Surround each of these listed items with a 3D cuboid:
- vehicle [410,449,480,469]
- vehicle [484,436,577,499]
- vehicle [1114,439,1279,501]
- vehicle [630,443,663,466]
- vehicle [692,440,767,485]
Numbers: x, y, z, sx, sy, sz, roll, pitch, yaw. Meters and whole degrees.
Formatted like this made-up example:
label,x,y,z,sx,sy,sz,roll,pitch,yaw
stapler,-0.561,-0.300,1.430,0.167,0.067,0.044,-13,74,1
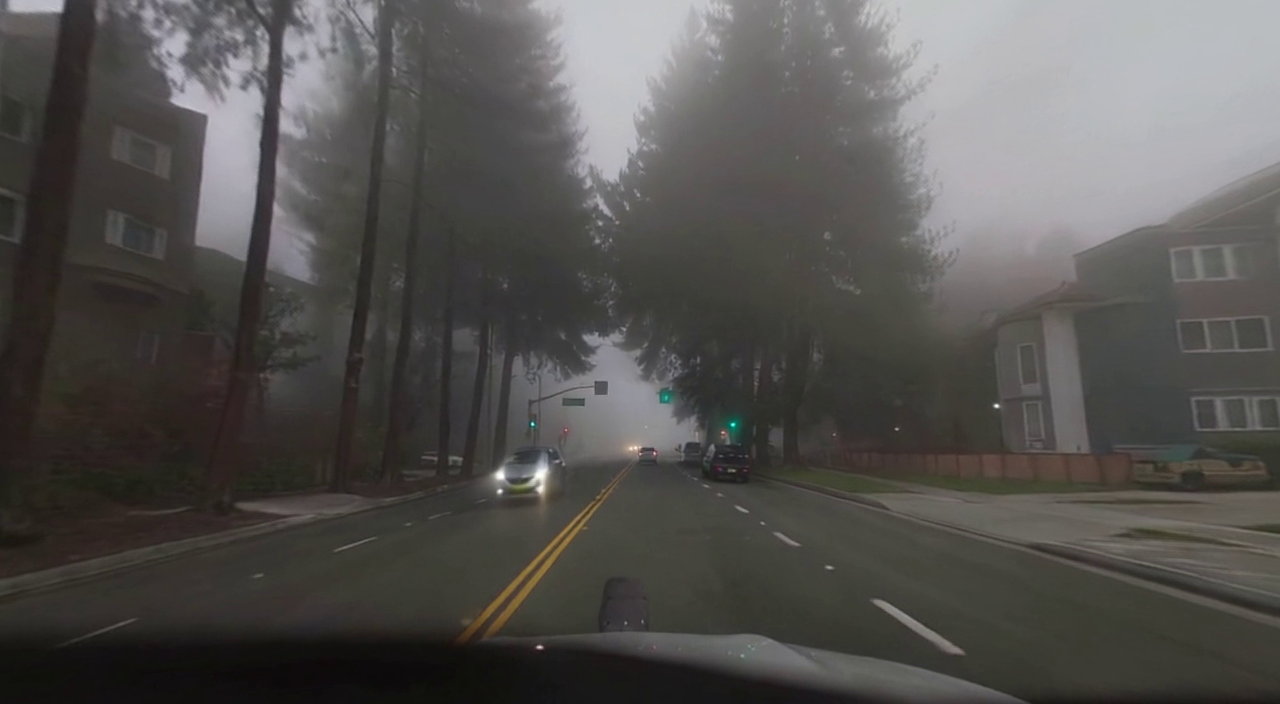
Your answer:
label,x,y,z,sx,sy,sz,roll,pitch,yaw
vehicle,-15.219,8.331,49.307,4.727,1.483,2.002,-1,-8,3
vehicle,-3.085,3.343,18.608,1.954,1.618,4.050,0,-9,1
vehicle,17.893,3.735,20.383,1.831,1.778,3.787,1,-9,-7
vehicle,0.370,6.880,42.460,2.097,1.463,4.043,0,-9,-1
vehicle,3.222,4.077,23.636,2.078,1.488,4.741,0,-8,0
